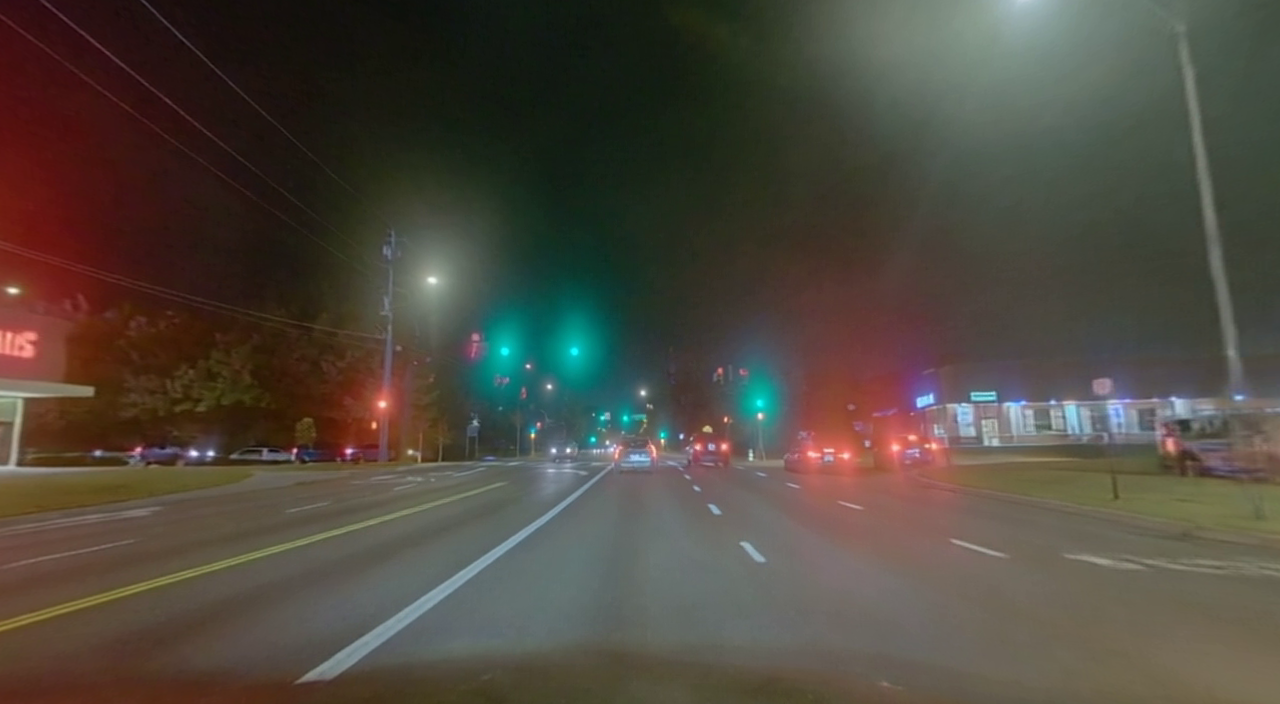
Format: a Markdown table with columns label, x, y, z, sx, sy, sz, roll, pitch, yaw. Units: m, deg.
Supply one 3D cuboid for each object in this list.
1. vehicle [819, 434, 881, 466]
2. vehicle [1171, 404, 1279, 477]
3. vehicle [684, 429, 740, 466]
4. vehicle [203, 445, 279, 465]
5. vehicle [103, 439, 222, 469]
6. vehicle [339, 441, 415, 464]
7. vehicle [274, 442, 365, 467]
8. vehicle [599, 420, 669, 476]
| label | x | y | z | sx | sy | sz | roll | pitch | yaw |
| --- | --- | --- | --- | --- | --- | --- | --- | --- | --- |
| vehicle | 10.268 | 4.725 | 30.568 | 2.002 | 1.427 | 4.436 | -5 | -9 | 28 |
| vehicle | 16.665 | 2.170 | 15.559 | 4.901 | 1.674 | 2.251 | -1 | -8 | 4 |
| vehicle | 3.617 | 4.917 | 32.576 | 2.276 | 1.787 | 4.630 | 0 | -8 | -1 |
| vehicle | -30.642 | 7.900 | 48.468 | 4.466 | 1.527 | 2.028 | 0 | -8 | 2 |
| vehicle | -31.522 | 6.741 | 41.718 | 5.964 | 1.893 | 2.363 | 0 | -8 | 1 |
| vehicle | -18.731 | 7.173 | 45.040 | 4.561 | 1.531 | 1.990 | 0 | -8 | 1 |
| vehicle | -21.053 | 6.738 | 41.501 | 4.839 | 1.604 | 2.058 | -1 | -8 | 3 |
| vehicle | -0.228 | 3.978 | 26.244 | 2.638 | 2.065 | 5.313 | 0 | -8 | 0 |
